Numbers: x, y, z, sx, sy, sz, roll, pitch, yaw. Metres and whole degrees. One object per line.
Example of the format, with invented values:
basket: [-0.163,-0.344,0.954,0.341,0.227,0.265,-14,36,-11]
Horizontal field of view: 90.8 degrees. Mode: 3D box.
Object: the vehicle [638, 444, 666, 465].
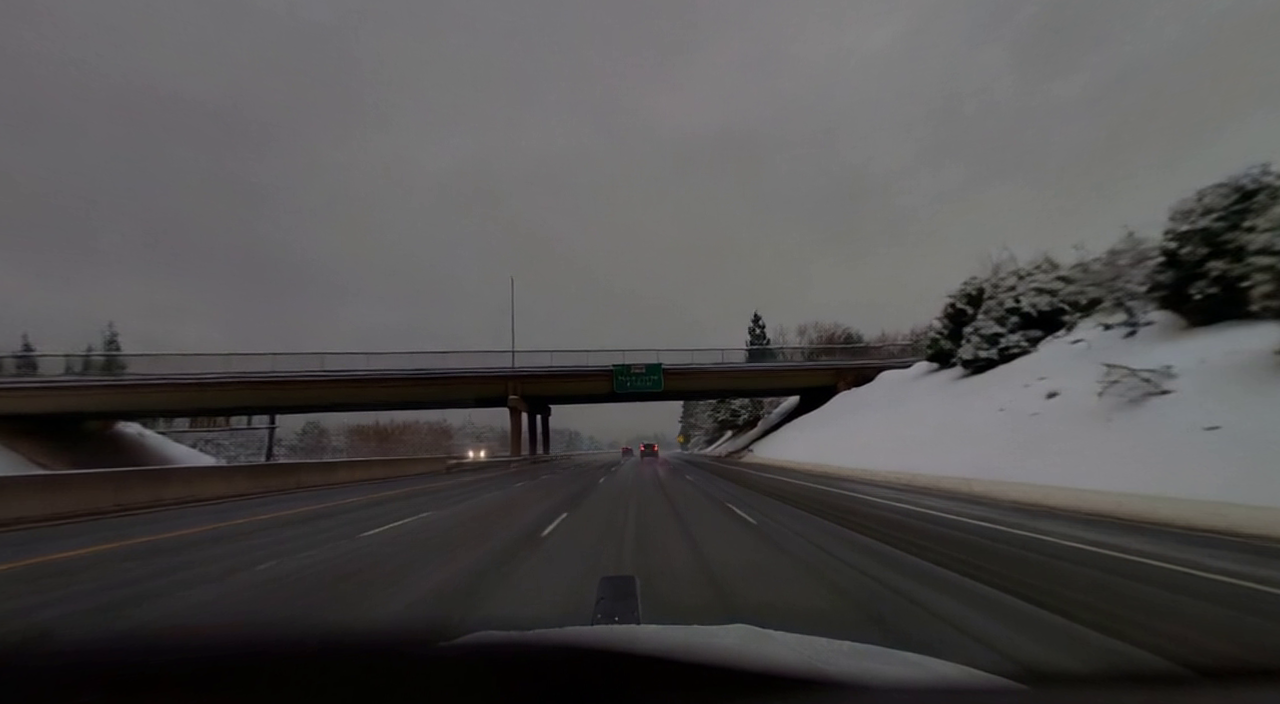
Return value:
vehicle: [0.872,7.578,46.941,1.970,1.477,4.158,0,-9,0]
